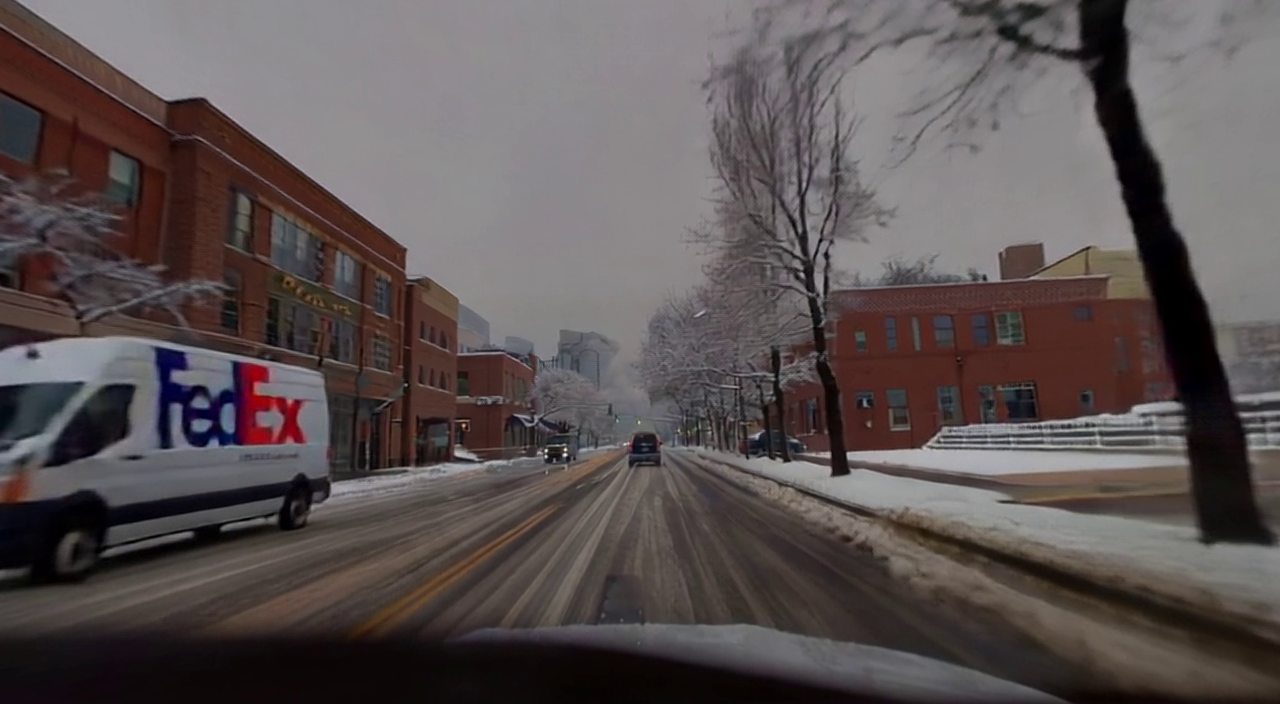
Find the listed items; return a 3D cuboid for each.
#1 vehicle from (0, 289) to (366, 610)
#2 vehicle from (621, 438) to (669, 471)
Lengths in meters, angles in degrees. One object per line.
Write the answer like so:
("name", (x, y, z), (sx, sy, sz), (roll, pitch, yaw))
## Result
("vehicle", (-7.256, 1.375, 9.649), (2.754, 3.065, 7.103), (0, -8, 1))
("vehicle", (0.330, 5.332, 33.108), (2.356, 1.572, 4.810), (0, -8, 2))
